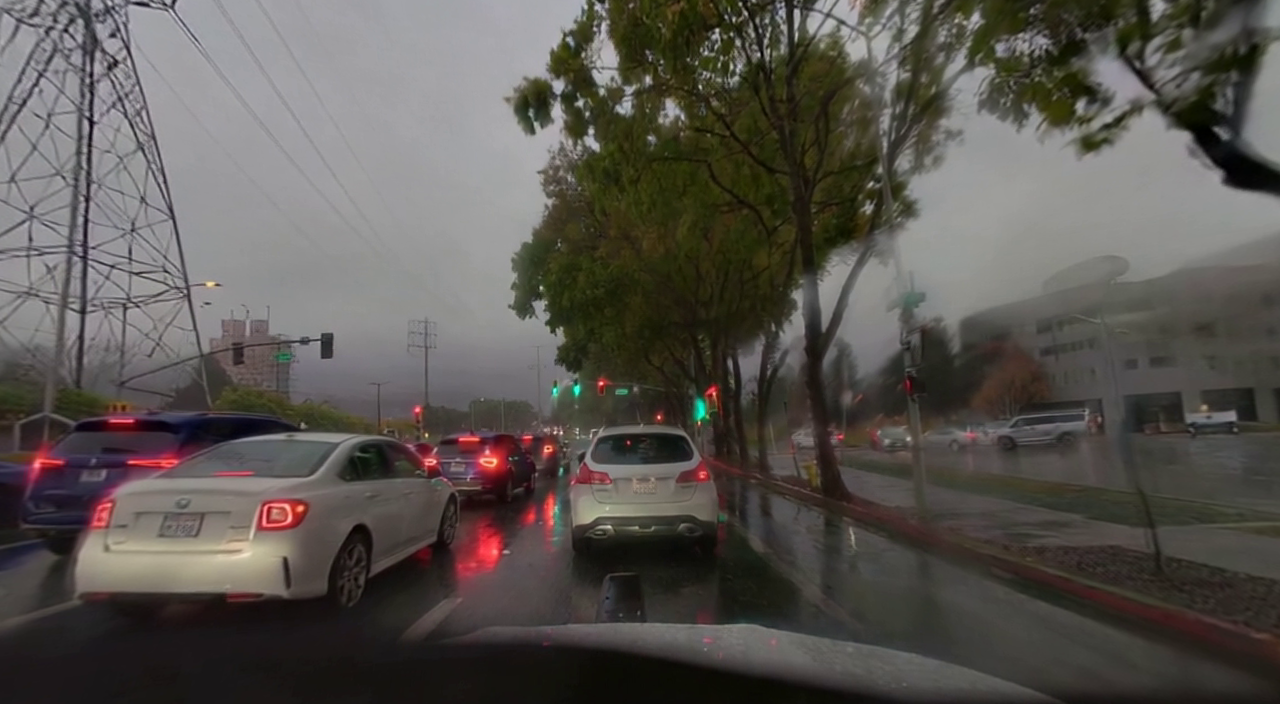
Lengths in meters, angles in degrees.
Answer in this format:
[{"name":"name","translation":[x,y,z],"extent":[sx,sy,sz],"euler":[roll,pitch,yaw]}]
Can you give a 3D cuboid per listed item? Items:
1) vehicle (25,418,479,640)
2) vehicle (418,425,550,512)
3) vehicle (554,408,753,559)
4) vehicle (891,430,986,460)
[{"name":"vehicle","translation":[-3.185,1.515,6.550],"extent":[1.973,1.469,4.448],"euler":[0,-8,-1]},{"name":"vehicle","translation":[-3.255,2.508,14.025],"extent":[1.997,1.636,3.760],"euler":[0,-8,-1]},{"name":"vehicle","translation":[0.094,1.783,9.291],"extent":[2.239,1.661,4.224],"euler":[0,-8,-2]},{"name":"vehicle","translation":[15.097,4.721,32.111],"extent":[3.858,1.437,1.899],"euler":[0,-8,-5]}]
